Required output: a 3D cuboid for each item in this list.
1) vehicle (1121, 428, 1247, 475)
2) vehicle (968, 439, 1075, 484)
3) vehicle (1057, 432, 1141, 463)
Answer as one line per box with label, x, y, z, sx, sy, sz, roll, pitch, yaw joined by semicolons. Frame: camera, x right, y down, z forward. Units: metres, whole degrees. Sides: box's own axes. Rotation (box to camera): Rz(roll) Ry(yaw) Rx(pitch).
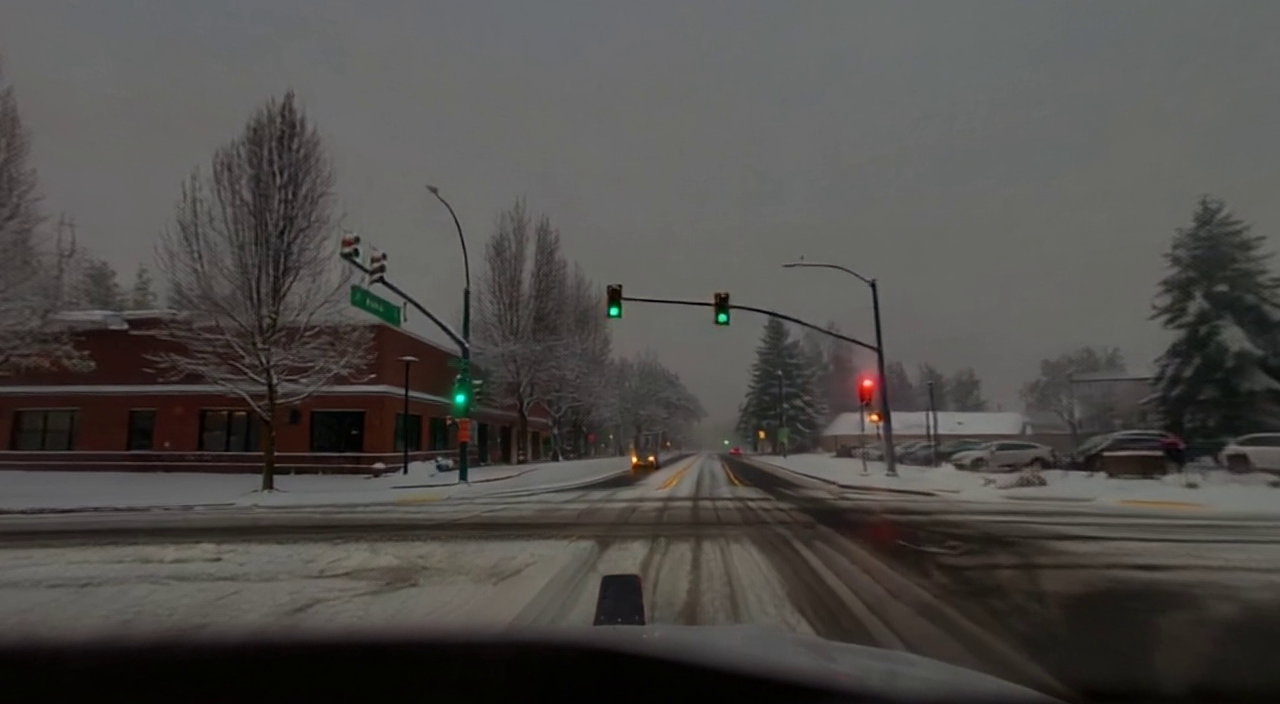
vehicle;19.818;3.593;22.800;4.522;1.546;1.941;5;-10;-30
vehicle;14.096;3.989;23.080;4.295;1.508;1.955;7;-11;-40
vehicle;24.061;5.033;33.002;1.860;1.511;3.569;-2;-8;4
